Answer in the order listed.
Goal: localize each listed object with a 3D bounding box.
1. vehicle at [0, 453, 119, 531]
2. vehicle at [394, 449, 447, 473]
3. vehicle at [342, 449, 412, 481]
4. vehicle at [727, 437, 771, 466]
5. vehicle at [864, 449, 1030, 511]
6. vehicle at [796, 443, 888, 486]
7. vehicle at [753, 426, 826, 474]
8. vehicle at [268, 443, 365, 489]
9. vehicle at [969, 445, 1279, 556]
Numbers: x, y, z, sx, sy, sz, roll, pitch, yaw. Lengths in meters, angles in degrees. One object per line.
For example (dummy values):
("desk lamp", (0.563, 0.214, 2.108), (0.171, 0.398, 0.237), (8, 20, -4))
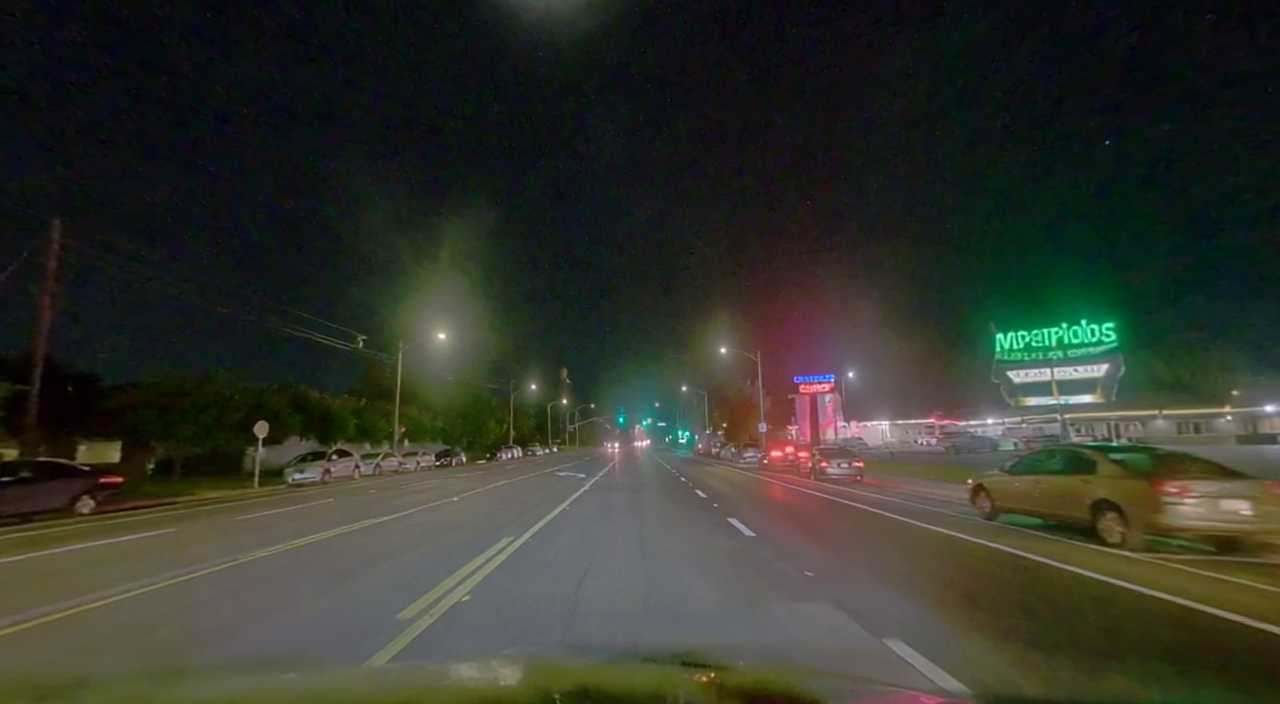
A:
("vehicle", (-14.392, 3.048, 13.845), (1.829, 1.594, 4.627), (0, -9, 0))
("vehicle", (-14.452, 7.162, 41.663), (1.880, 1.488, 4.483), (0, -9, 1))
("vehicle", (-14.441, 6.193, 34.898), (1.836, 1.448, 4.941), (-1, -7, -1))
("vehicle", (7.784, 7.158, 45.438), (2.092, 1.887, 5.632), (0, -9, -1))
("vehicle", (7.802, 3.274, 16.663), (1.811, 1.361, 4.852), (0, -9, -2))
("vehicle", (8.006, 4.487, 25.433), (1.992, 1.499, 4.715), (-1, -9, -2))
("vehicle", (7.827, 5.257, 33.629), (2.327, 2.296, 5.692), (0, -9, -2))
("vehicle", (-14.471, 5.082, 28.514), (2.002, 1.765, 4.775), (-3, -8, -2))
("vehicle", (7.953, 2.397, 11.011), (1.902, 1.499, 4.492), (0, -8, -1))
